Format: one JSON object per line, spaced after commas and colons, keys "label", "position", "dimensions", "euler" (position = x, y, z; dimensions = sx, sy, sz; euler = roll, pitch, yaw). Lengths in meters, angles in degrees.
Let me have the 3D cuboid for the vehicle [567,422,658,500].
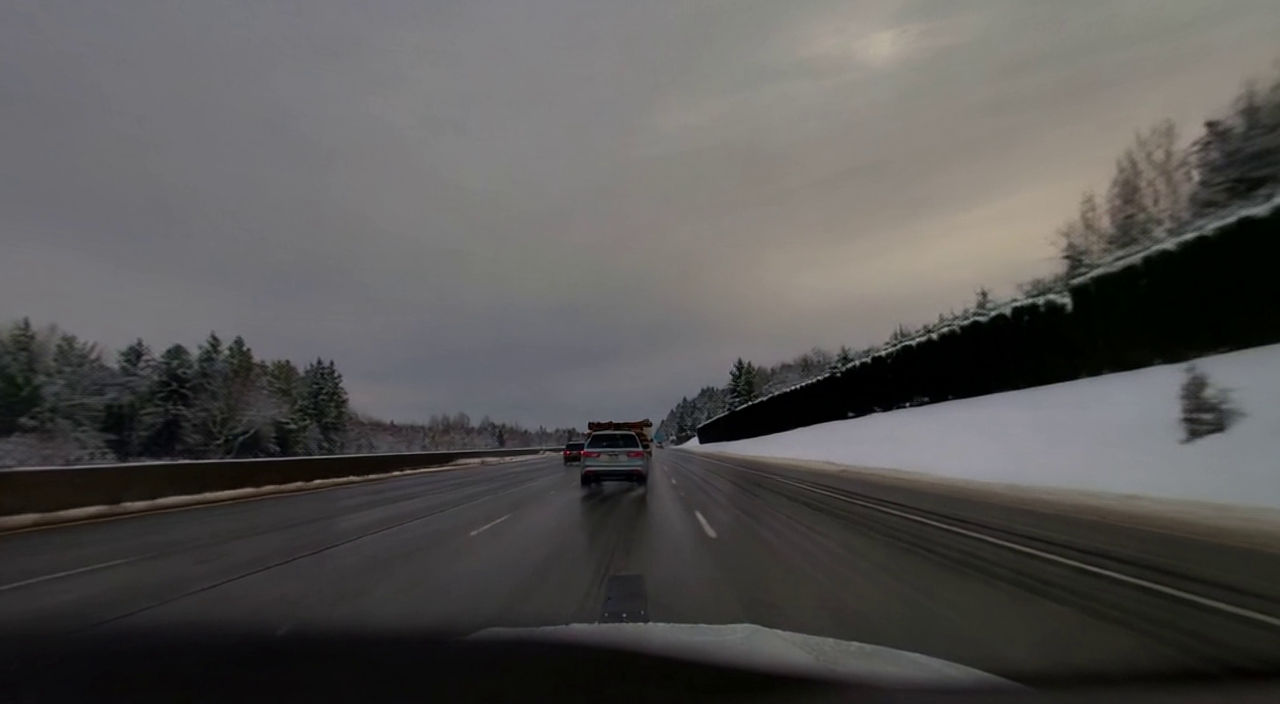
{"label": "vehicle", "position": [-0.603, 2.868, 16.977], "dimensions": [2.114, 1.787, 4.365], "euler": [0, -8, 1]}
